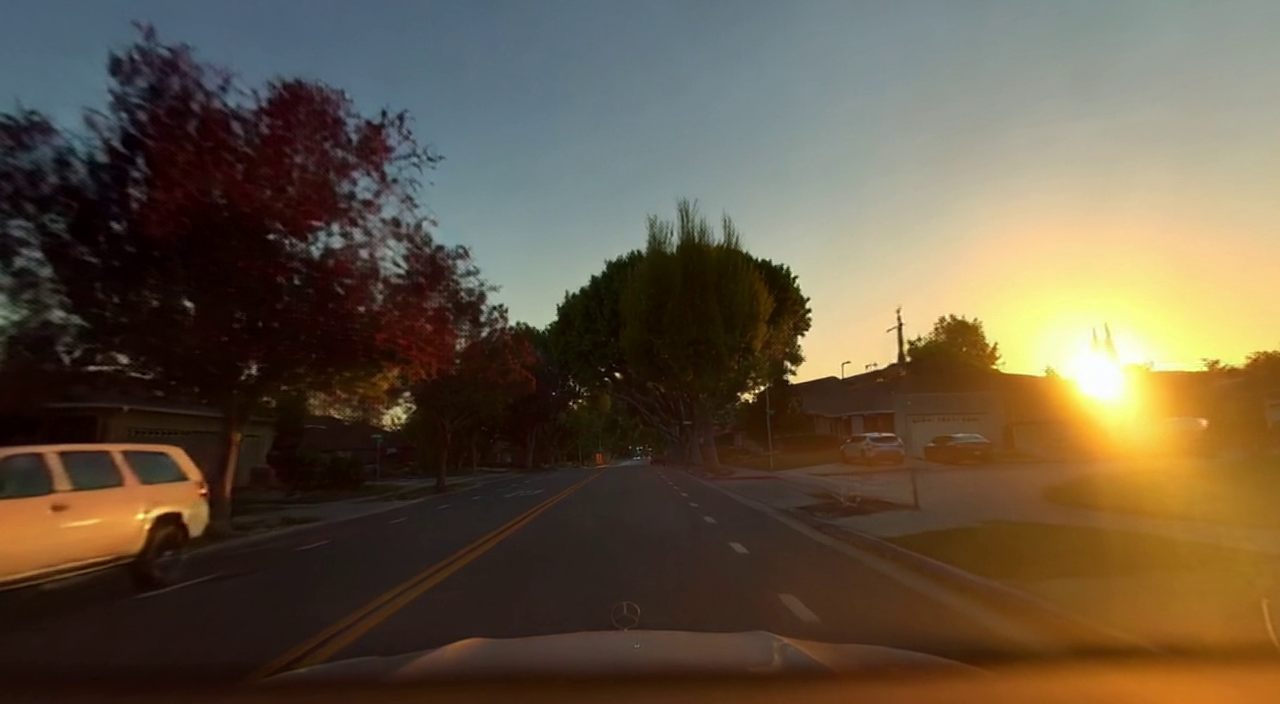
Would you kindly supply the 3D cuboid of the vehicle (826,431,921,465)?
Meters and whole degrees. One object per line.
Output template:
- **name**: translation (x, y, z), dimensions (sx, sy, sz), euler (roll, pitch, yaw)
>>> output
- **vehicle**: translation (9.431, 3.961, 26.020), dimensions (1.922, 1.263, 4.664), euler (0, -9, -3)

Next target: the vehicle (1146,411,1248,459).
- **vehicle**: translation (21.836, 3.295, 24.961), dimensions (1.956, 1.632, 3.922), euler (-9, -11, 27)

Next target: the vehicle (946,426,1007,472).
- **vehicle**: translation (13.860, 3.986, 25.924), dimensions (1.860, 1.697, 4.292), euler (-5, -10, 30)

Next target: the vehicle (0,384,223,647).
- **vehicle**: translation (-6.779, 1.697, 6.529), dimensions (2.057, 2.317, 4.386), euler (-6, -9, -1)
